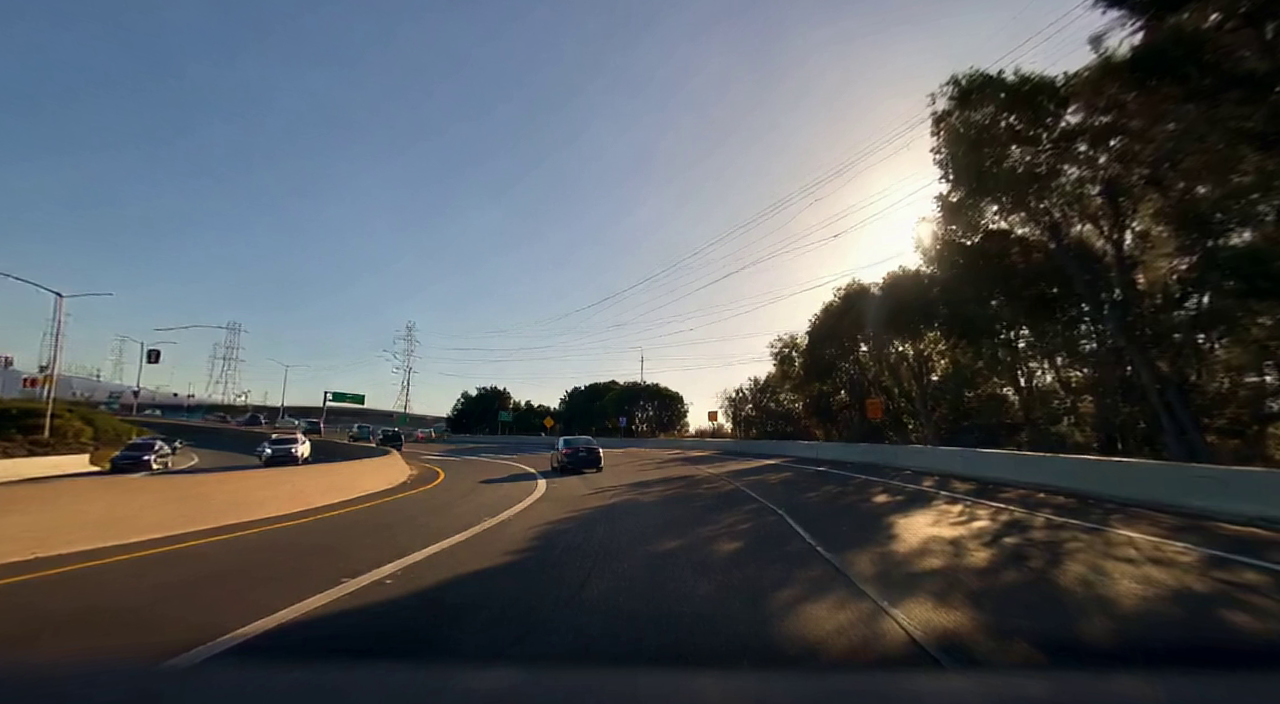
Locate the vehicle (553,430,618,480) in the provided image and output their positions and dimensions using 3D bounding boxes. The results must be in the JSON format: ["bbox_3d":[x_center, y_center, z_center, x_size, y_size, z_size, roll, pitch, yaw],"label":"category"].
[{"bbox_3d":[-2.213,3.933,24.359,2.140,1.724,4.304,1,-9,-10],"label":"vehicle"}]

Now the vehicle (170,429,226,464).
[{"bbox_3d":[-26.139,5.573,37.235,2.239,1.922,5.001,7,-11,-38],"label":"vehicle"}]
